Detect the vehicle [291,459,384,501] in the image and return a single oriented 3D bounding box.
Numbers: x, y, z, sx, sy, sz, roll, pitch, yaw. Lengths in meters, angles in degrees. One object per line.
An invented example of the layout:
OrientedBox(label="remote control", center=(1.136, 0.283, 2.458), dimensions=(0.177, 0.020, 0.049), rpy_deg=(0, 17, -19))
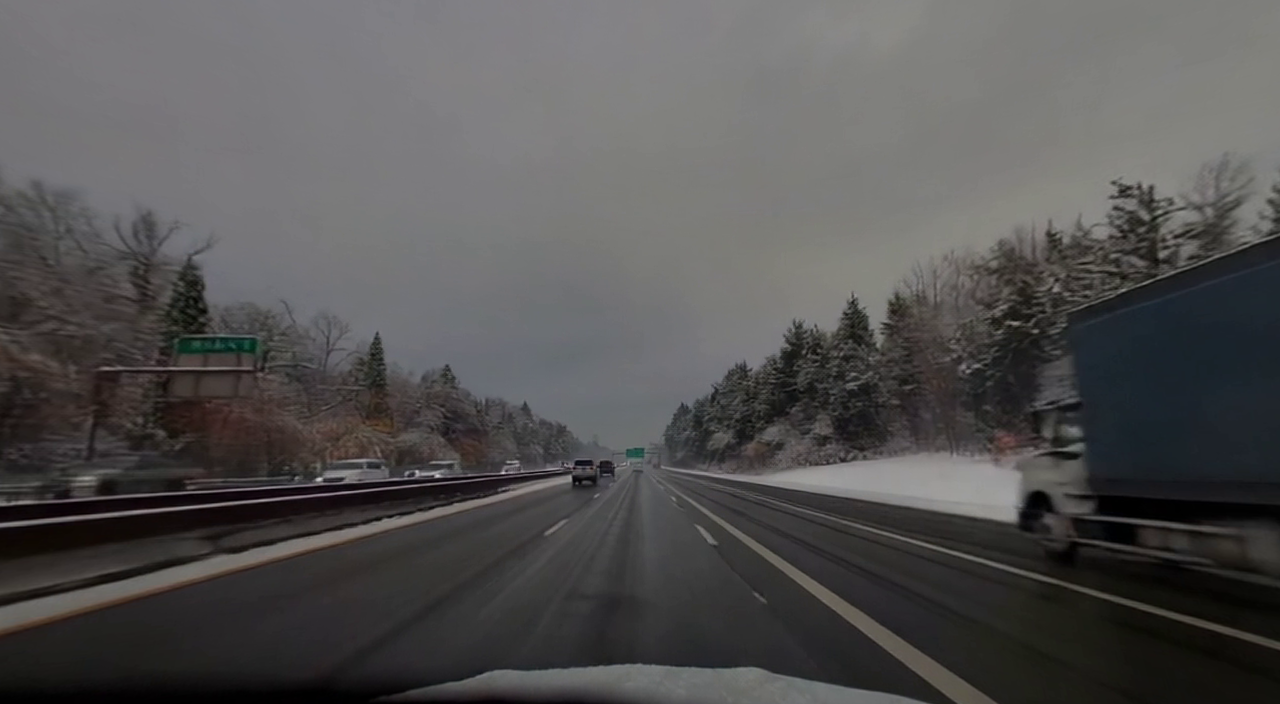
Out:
OrientedBox(label="vehicle", center=(-12.289, 5.209, 25.873), dimensions=(1.879, 1.544, 3.833), rpy_deg=(1, -10, 0))

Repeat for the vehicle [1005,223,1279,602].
OrientedBox(label="vehicle", center=(7.645, 0.536, 5.721), dimensions=(3.093, 3.546, 9.162), rpy_deg=(1, -11, 0))

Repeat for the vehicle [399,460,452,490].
OrientedBox(label="vehicle", center=(-12.044, 6.939, 35.621), dimensions=(1.721, 1.570, 3.589), rpy_deg=(1, -10, 0))

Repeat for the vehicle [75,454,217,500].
OrientedBox(label="vehicle", center=(-19.632, 4.995, 25.389), dimensions=(1.913, 1.608, 4.751), rpy_deg=(1, -10, -1))

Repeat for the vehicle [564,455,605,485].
OrientedBox(label="vehicle", center=(-3.669, 7.961, 42.502), dimensions=(2.272, 1.873, 4.832), rpy_deg=(1, -10, 0))
